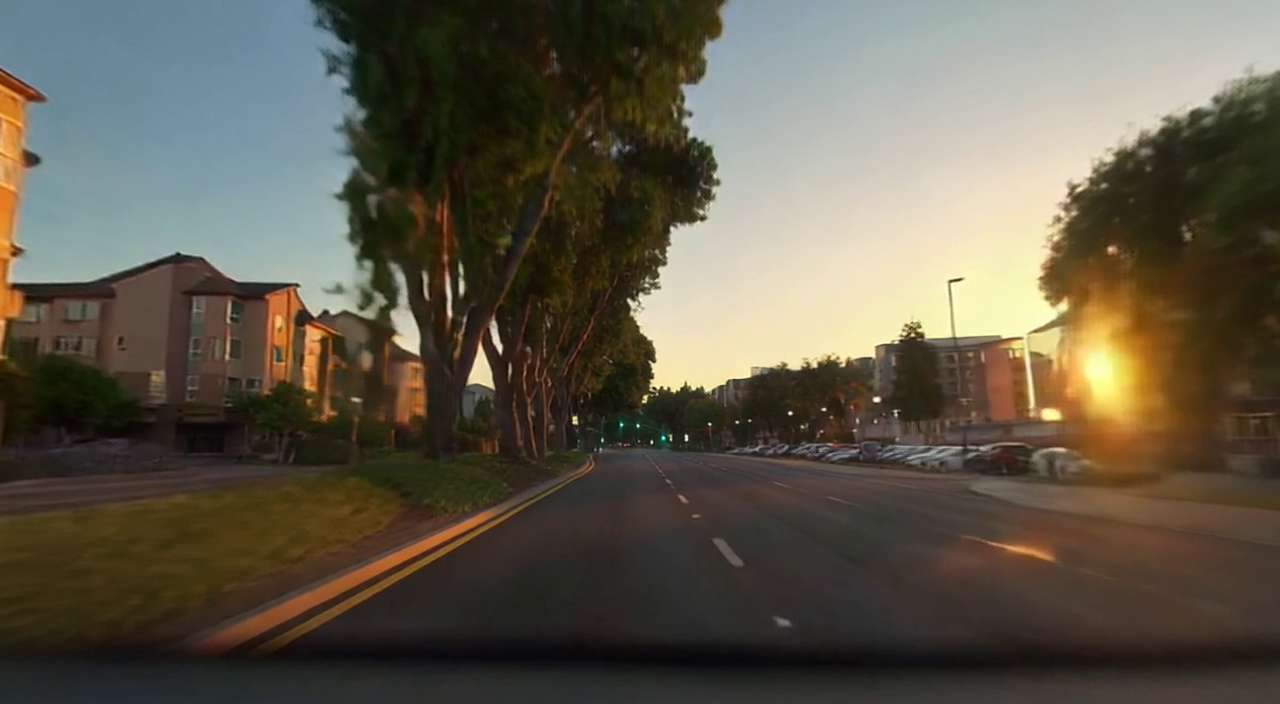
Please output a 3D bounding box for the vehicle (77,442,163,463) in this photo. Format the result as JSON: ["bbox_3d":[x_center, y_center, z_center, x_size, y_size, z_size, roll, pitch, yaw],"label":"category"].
[{"bbox_3d":[-37.183,7.179,45.256,4.369,1.465,1.900,1,-9,-5],"label":"vehicle"}]

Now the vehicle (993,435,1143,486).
[{"bbox_3d":[15.586,3.956,23.408,2.006,1.683,4.643,0,-9,-4],"label":"vehicle"}]

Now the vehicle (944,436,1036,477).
[{"bbox_3d":[15.971,4.778,29.110,1.950,1.704,4.518,-1,-9,5],"label":"vehicle"}]
